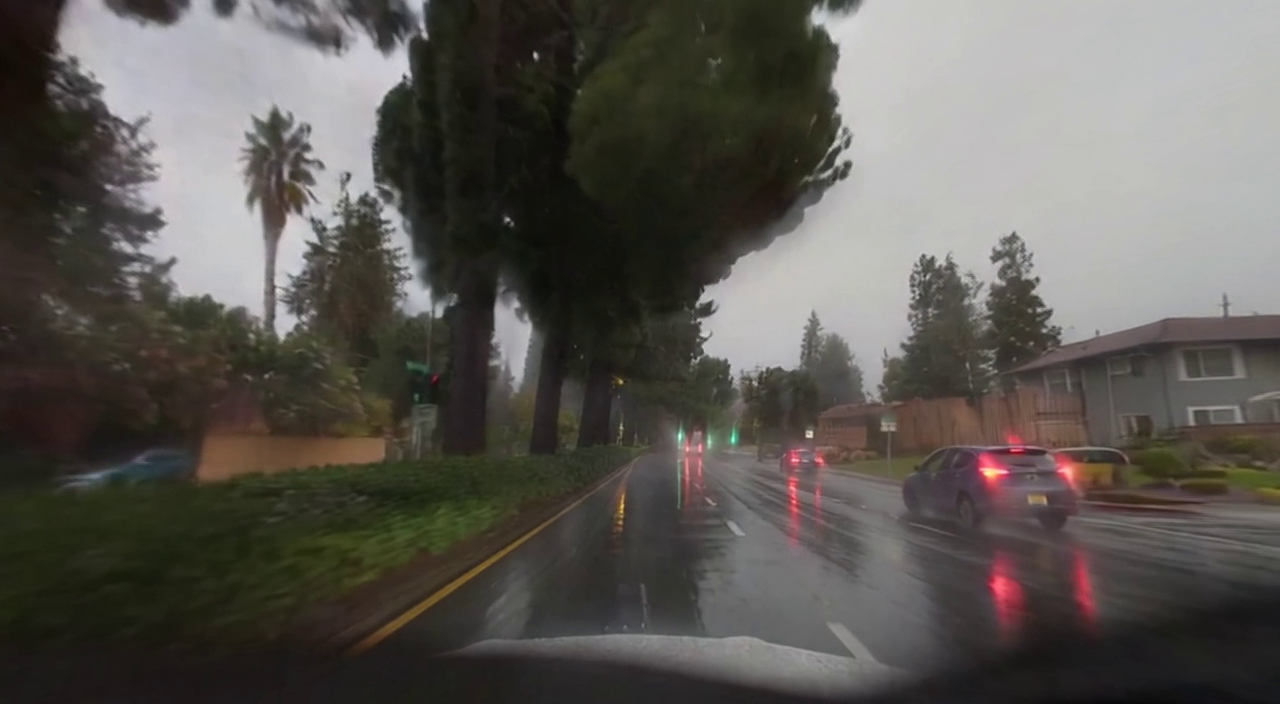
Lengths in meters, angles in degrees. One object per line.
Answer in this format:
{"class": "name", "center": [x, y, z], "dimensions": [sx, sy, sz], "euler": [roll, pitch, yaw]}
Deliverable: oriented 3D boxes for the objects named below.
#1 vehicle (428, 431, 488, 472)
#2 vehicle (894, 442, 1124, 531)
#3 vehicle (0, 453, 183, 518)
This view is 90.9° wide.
{"class": "vehicle", "center": [-13.124, 7.203, 45.902], "dimensions": [2.305, 2.791, 6.543], "euler": [0, -8, 1]}
{"class": "vehicle", "center": [6.985, 2.544, 12.618], "dimensions": [1.855, 1.444, 4.389], "euler": [0, -8, -2]}
{"class": "vehicle", "center": [-17.011, 4.033, 19.612], "dimensions": [2.026, 1.690, 4.656], "euler": [0, -8, 0]}
